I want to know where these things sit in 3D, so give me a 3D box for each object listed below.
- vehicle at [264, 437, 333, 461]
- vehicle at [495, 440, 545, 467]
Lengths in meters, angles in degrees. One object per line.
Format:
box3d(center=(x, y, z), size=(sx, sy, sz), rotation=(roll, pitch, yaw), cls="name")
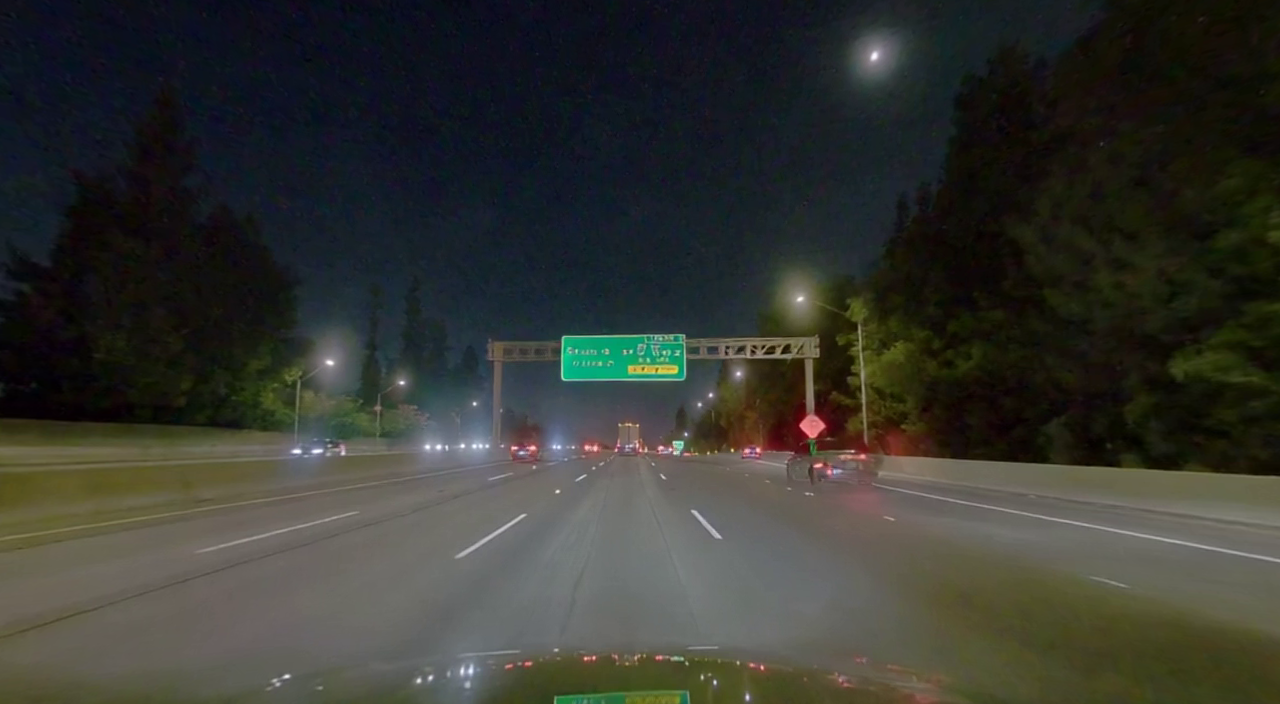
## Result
box3d(center=(-22.525, 6.429, 41.946), size=(1.865, 1.481, 4.681), rotation=(0, -8, 2), cls="vehicle")
box3d(center=(-7.380, 6.289, 39.276), size=(2.117, 1.518, 4.930), rotation=(0, -8, 0), cls="vehicle")
